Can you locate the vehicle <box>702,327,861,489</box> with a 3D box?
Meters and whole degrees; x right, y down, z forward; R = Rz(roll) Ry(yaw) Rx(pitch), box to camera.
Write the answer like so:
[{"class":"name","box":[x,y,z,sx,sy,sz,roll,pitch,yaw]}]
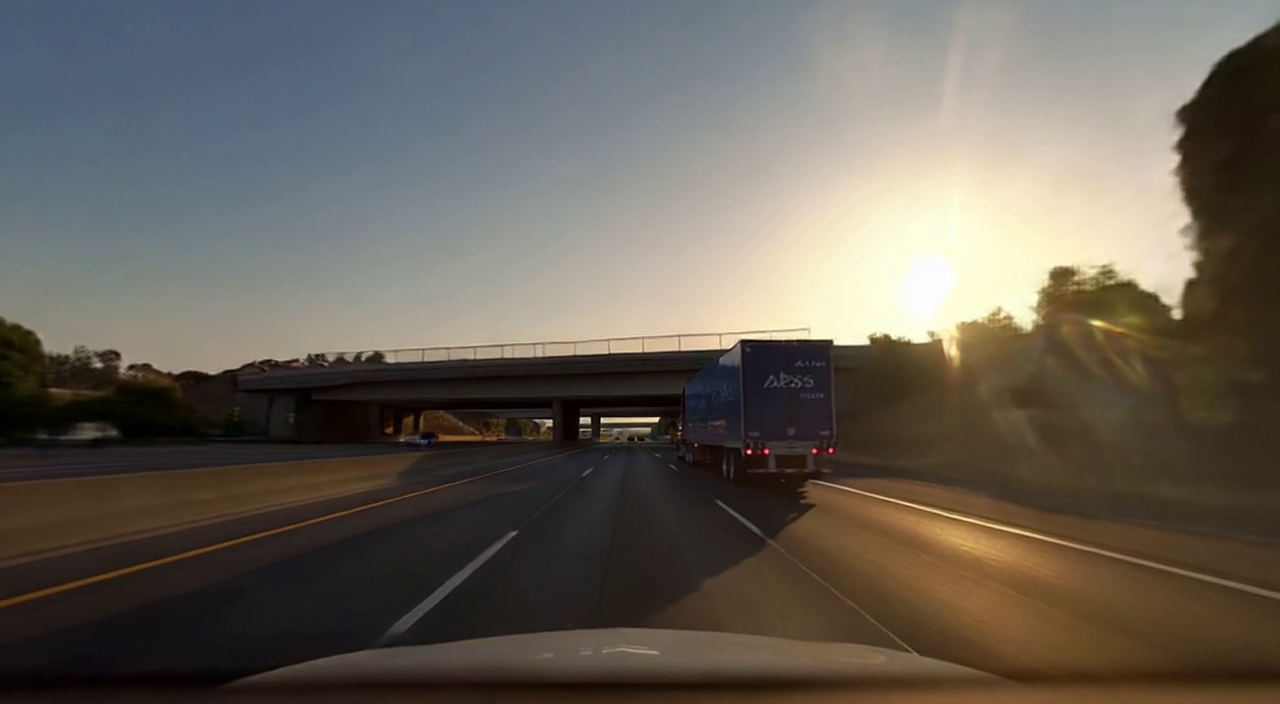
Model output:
[{"class":"vehicle","box":[3.900,1.957,20.035,2.880,3.986,9.103,0,-8,0]}]
